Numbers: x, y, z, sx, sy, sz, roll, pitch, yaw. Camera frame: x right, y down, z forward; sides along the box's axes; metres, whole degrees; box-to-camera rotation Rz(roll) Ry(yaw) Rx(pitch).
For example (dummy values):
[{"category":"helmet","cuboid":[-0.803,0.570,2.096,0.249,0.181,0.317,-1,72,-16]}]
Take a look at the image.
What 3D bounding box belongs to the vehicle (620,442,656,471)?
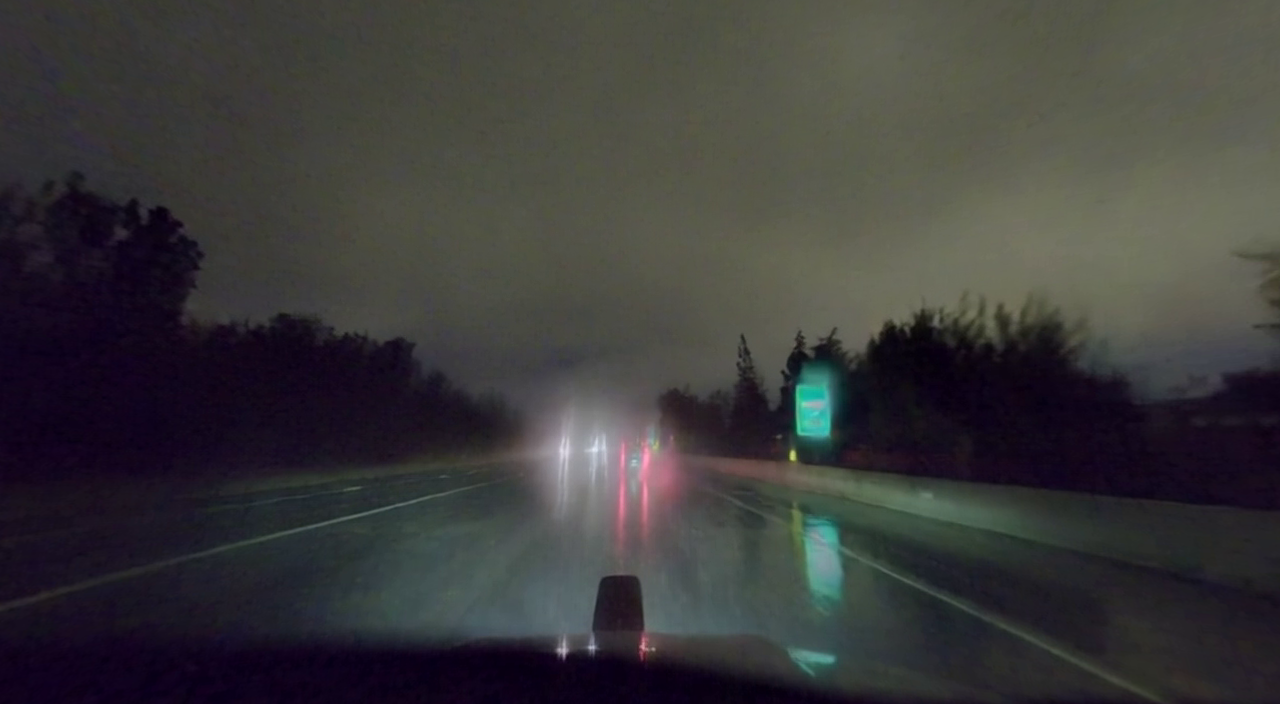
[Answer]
[{"category":"vehicle","cuboid":[-0.153,6.540,39.428,2.120,1.715,4.153,0,-9,-1]}]
